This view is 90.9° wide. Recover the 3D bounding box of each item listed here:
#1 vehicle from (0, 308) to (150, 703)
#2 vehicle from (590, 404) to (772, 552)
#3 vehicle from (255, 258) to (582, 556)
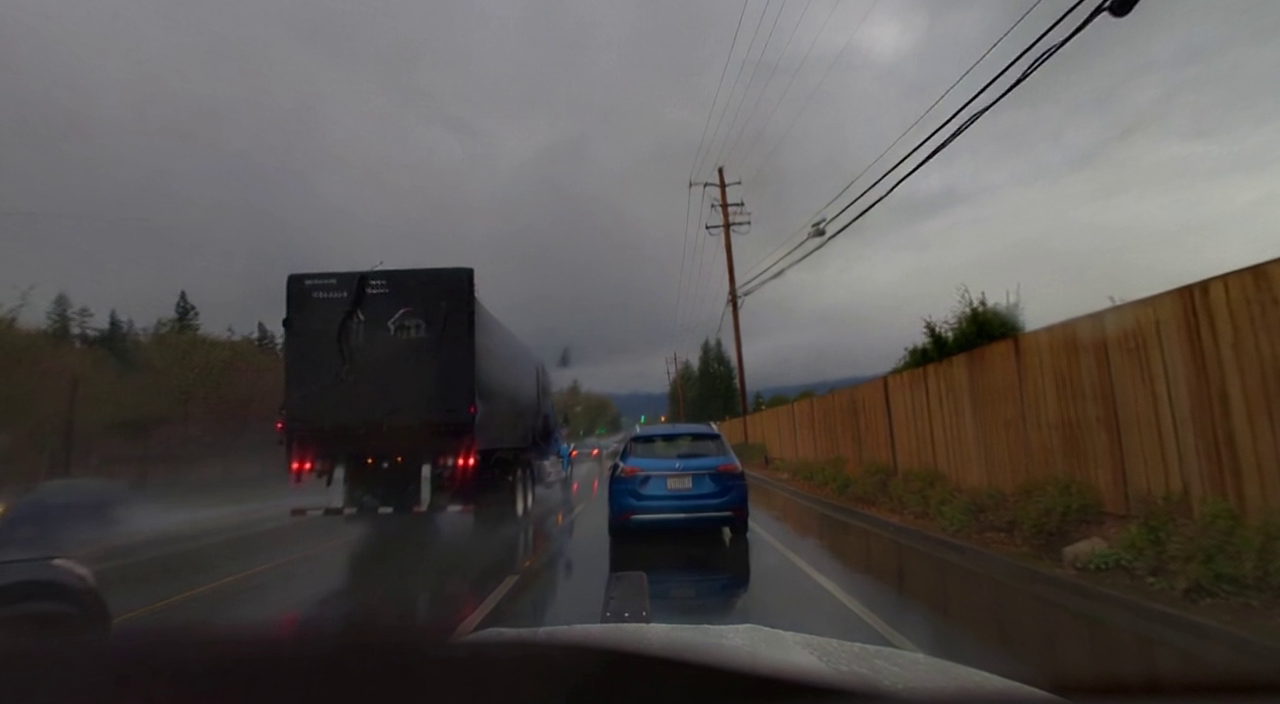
[{"bbox_3d":[-3.129,0.525,0.293,2.093,1.832,4.508,0,-9,1],"label":"vehicle"},{"bbox_3d":[0.474,1.817,9.672,2.174,1.749,4.113,0,-9,0],"label":"vehicle"},{"bbox_3d":[-3.065,1.285,12.193,2.928,3.658,8.980,0,-9,1],"label":"vehicle"}]
